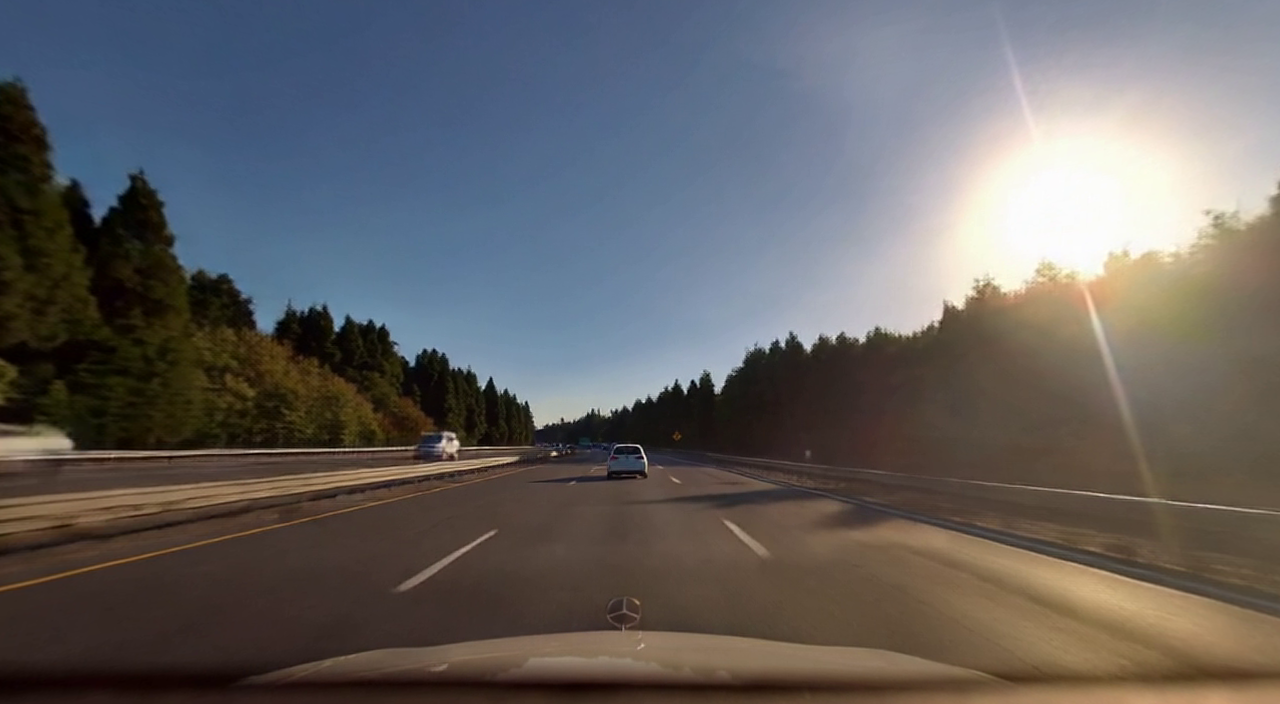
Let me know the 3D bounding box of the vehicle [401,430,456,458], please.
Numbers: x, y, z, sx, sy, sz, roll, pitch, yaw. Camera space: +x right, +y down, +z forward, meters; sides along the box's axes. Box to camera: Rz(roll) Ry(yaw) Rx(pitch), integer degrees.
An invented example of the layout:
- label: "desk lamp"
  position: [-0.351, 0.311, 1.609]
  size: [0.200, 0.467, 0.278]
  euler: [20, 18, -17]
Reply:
- label: "vehicle"
  position: [-14.030, 6.152, 42.127]
  size: [2.090, 1.762, 4.769]
  euler: [0, -9, -1]

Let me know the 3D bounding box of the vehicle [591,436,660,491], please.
- label: "vehicle"
  position: [-0.461, 3.529, 20.303]
  size: [2.011, 1.590, 3.607]
  euler: [0, -9, -1]
